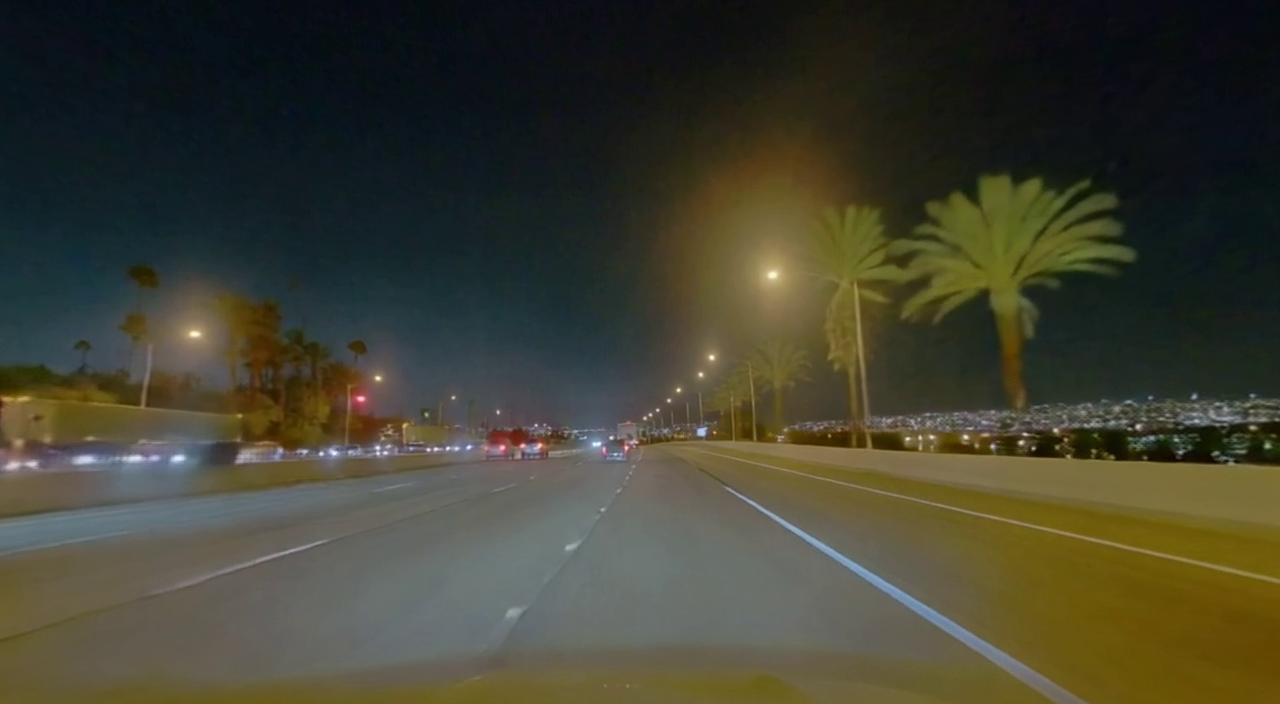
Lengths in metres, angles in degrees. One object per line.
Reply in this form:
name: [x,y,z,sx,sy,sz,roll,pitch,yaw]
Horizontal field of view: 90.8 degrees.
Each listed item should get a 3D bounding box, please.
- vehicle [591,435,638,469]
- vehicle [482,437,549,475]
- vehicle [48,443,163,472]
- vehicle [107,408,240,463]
vehicle: [-1.289,5.294,33.658,2.201,1.672,4.128,0,-8,1]
vehicle: [-5.922,5.008,30.673,2.204,1.677,4.438,-1,-8,2]
vehicle: [-30.222,5.938,35.964,1.874,1.520,5.041,-1,-8,4]
vehicle: [-35.281,6.493,48.475,2.812,3.781,9.113,-1,-8,3]
